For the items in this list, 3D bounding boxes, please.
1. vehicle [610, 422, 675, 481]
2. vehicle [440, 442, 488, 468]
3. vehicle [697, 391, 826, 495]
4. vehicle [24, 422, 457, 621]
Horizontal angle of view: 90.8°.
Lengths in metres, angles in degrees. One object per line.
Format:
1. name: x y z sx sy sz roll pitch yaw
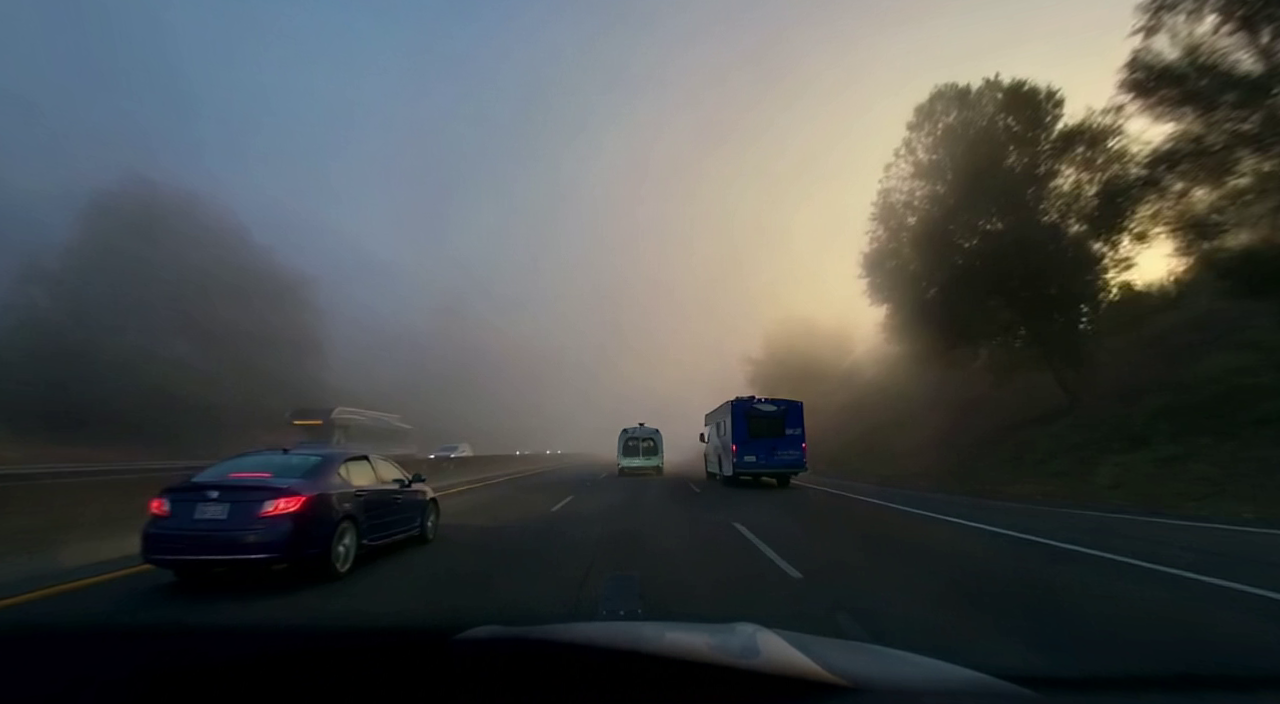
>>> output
1. vehicle: 0.057 4.304 27.341 2.524 2.310 4.986 0 -9 -1
2. vehicle: -11.898 7.000 42.965 1.961 1.697 4.316 0 -9 0
3. vehicle: 3.774 3.114 21.505 2.607 2.910 7.252 0 -9 -3
4. vehicle: -3.730 1.650 7.177 1.959 1.502 4.559 0 -9 0
